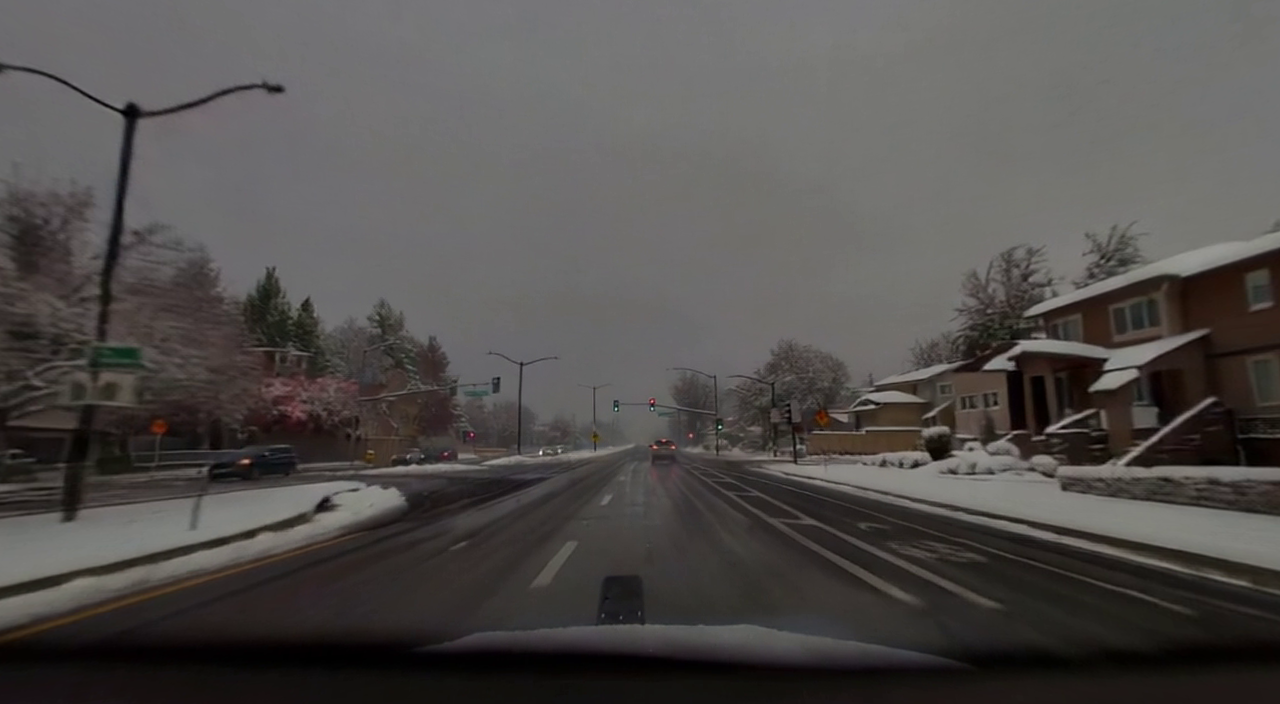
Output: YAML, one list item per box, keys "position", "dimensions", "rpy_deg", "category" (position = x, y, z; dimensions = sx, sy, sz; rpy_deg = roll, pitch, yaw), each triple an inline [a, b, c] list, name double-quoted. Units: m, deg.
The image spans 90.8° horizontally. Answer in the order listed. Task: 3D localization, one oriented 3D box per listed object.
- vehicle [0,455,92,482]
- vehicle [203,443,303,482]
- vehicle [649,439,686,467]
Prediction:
- position: [-36.177, 6.946, 37.787]
  dimensions: [1.813, 1.460, 4.703]
  rpy_deg: [-3, -9, 21]
  category: "vehicle"
- position: [-18.895, 5.393, 31.134]
  dimensions: [1.963, 1.782, 4.520]
  rpy_deg: [0, -9, 2]
  category: "vehicle"
- position: [1.848, 7.003, 43.946]
  dimensions: [2.273, 1.851, 5.075]
  rpy_deg: [0, -9, 0]
  category: "vehicle"
